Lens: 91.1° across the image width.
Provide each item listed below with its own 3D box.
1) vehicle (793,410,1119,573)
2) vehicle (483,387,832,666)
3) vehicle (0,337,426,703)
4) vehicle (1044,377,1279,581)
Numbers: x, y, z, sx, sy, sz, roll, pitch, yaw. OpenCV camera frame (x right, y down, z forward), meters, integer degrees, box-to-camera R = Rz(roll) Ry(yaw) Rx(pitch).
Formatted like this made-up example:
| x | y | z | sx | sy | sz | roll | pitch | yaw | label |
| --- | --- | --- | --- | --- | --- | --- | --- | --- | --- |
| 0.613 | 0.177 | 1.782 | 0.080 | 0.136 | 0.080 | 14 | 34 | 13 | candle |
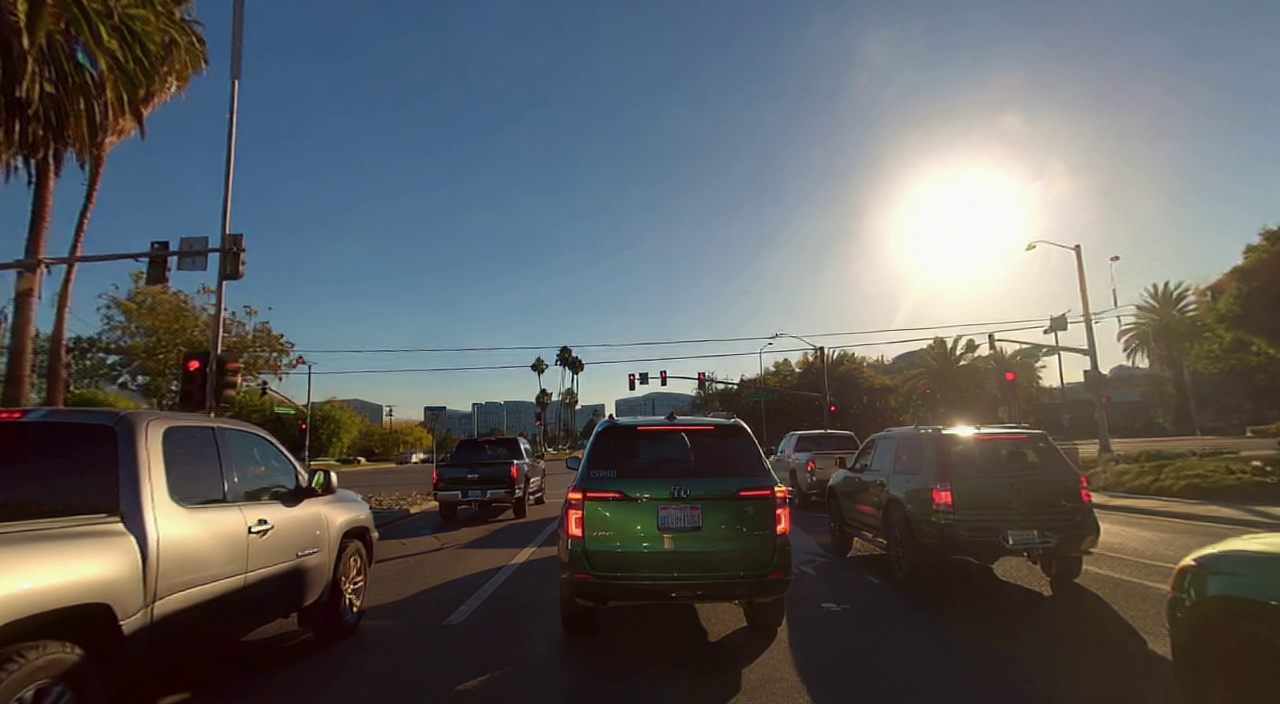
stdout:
| x | y | z | sx | sy | sz | roll | pitch | yaw | label |
| --- | --- | --- | --- | --- | --- | --- | --- | --- | --- |
| 3.977 | 1.863 | 9.278 | 2.072 | 1.704 | 5.170 | 0 | -8 | -1 | vehicle |
| 0.127 | 1.374 | 5.991 | 2.123 | 1.704 | 4.128 | 0 | -9 | 1 | vehicle |
| -3.185 | 1.086 | 3.876 | 2.171 | 1.702 | 4.416 | 0 | -9 | 0 | vehicle |
| 7.299 | 1.299 | 6.560 | 2.337 | 1.925 | 5.728 | 0 | -8 | 0 | vehicle |
